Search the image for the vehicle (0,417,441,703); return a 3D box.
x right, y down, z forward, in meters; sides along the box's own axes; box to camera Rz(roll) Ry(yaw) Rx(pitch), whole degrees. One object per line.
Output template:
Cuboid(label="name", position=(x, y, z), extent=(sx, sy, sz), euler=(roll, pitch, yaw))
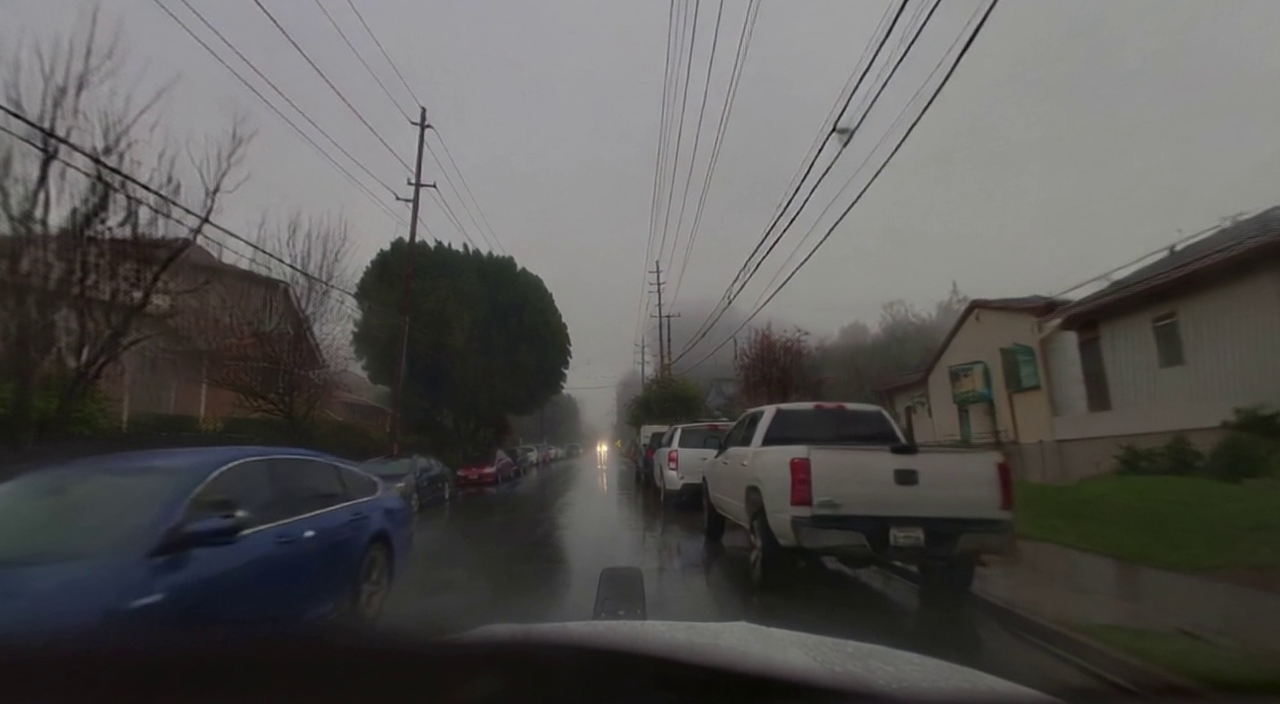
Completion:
Cuboid(label="vehicle", position=(-2.905, 1.247, 3.720), extent=(2.060, 1.525, 4.876), euler=(0, -8, -2))

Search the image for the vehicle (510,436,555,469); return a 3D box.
Cuboid(label="vehicle", position=(-6.917, 6.538, 41.225), extent=(2.280, 1.953, 5.092), euler=(0, -8, -3))

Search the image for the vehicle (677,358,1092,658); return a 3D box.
Cuboid(label="vehicle", position=(1.670, 1.285, 6.300), extent=(2.032, 1.839, 4.597), euler=(0, -8, -4))

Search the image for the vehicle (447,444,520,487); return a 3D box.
Cuboid(label="vehicle", position=(-6.261, 4.560, 25.846), extent=(1.988, 1.541, 4.686), euler=(0, -8, -2))
